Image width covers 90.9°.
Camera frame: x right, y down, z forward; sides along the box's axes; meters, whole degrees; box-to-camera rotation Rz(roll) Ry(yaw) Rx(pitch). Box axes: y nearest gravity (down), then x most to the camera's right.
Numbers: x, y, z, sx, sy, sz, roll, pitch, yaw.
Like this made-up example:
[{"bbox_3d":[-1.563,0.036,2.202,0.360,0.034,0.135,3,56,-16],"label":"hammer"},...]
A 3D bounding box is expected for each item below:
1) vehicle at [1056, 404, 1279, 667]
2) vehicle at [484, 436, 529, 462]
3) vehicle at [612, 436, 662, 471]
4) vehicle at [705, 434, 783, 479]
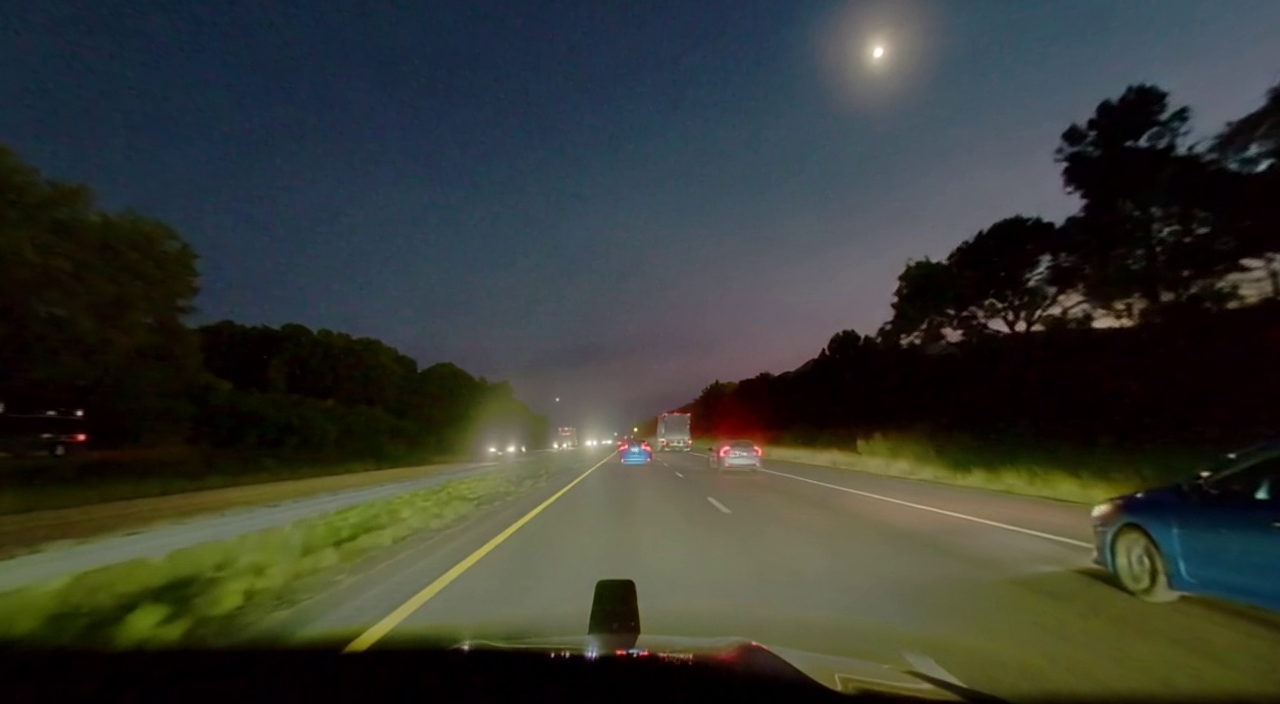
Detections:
[{"bbox_3d":[4.787,1.037,3.436,2.066,1.526,4.216,0,-8,-1],"label":"vehicle"},{"bbox_3d":[-9.569,6.914,45.453,2.213,1.760,4.705,0,-8,0],"label":"vehicle"},{"bbox_3d":[-0.157,4.567,28.759,2.143,1.466,3.693,0,-8,-1],"label":"vehicle"},{"bbox_3d":[3.729,3.821,23.505,2.004,1.469,4.472,0,-8,-2],"label":"vehicle"}]
